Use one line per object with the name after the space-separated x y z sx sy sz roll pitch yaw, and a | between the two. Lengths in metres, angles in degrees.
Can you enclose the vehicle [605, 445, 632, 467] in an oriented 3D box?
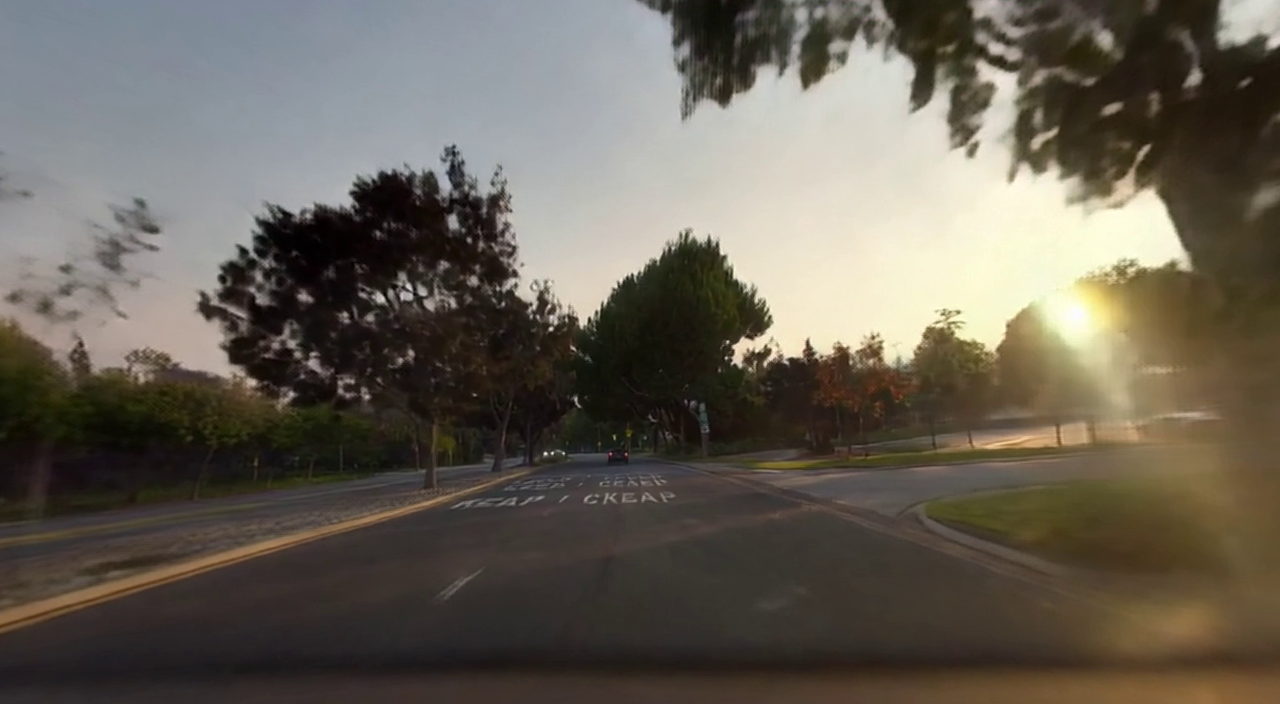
-1.731 8.179 49.980 2.045 1.613 4.210 0 -9 -2 | vehicle
